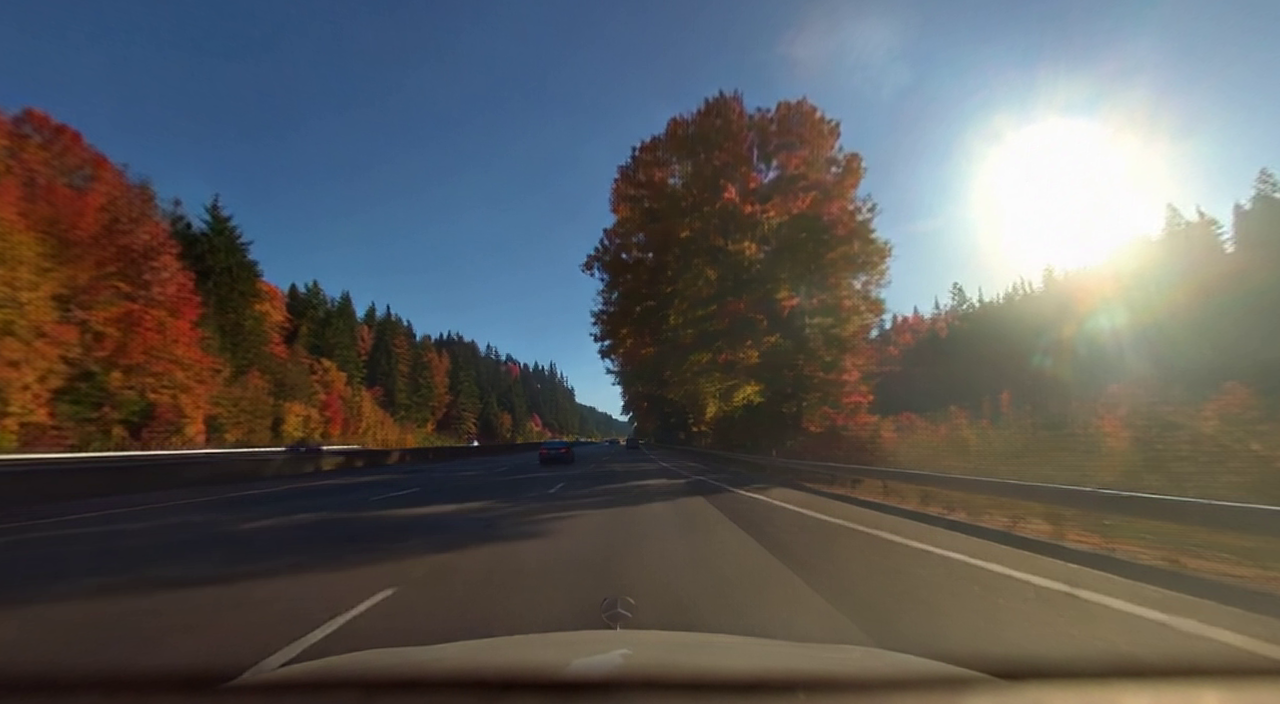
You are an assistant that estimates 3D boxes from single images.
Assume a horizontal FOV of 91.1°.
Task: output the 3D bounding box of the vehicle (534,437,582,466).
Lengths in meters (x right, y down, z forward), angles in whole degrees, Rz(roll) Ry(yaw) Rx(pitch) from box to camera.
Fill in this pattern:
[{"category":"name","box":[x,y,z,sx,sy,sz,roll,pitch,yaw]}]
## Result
[{"category":"vehicle","box":[-4.447,5.429,34.720,2.004,1.497,4.260,0,-8,1]}]
